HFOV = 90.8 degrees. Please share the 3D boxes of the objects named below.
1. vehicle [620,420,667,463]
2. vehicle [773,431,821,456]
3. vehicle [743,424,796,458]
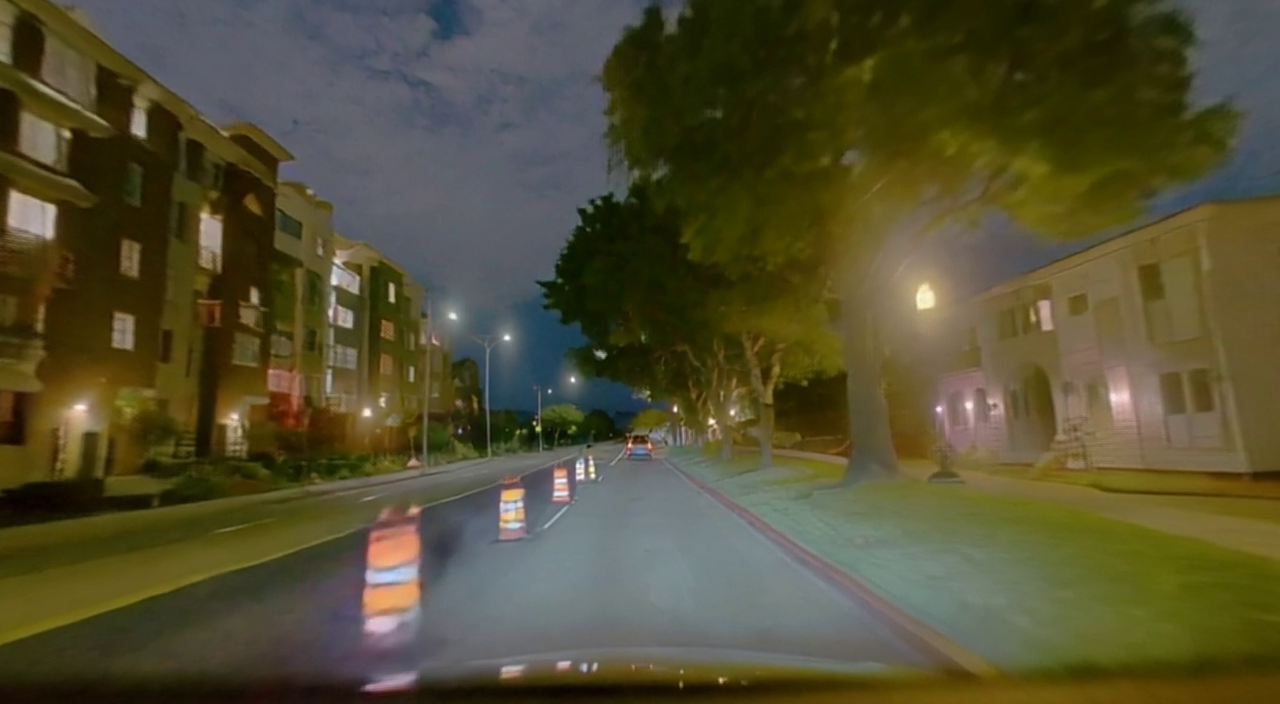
[{"bbox_3d":[0.096,4.634,32.812,2.169,2.015,5.206,1,-8,-2],"label":"vehicle"},{"bbox_3d":[10.415,6.078,42.053,1.698,1.548,2.969,5,-9,-20],"label":"vehicle"},{"bbox_3d":[9.523,6.719,47.113,2.253,2.306,6.753,1,-9,-2],"label":"vehicle"}]
